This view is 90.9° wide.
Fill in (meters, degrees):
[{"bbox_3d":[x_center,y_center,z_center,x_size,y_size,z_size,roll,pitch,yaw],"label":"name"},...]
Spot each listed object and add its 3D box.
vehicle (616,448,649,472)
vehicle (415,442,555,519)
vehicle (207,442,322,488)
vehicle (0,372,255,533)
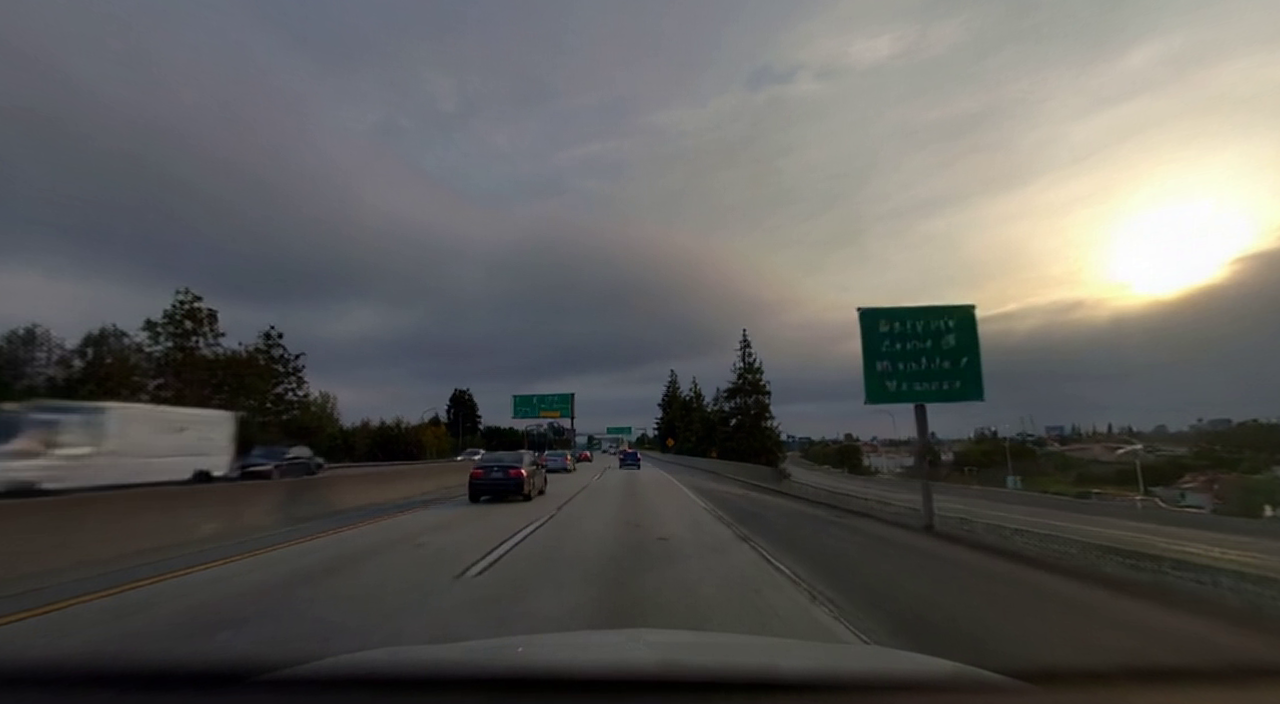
[{"bbox_3d":[-0.489,7.173,42.030,2.100,1.471,3.956,0,-8,-1],"label":"vehicle"},{"bbox_3d":[-3.402,2.906,14.899,2.067,1.509,4.551,0,-8,1],"label":"vehicle"},{"bbox_3d":[-17.565,5.272,29.934,2.117,1.959,5.557,0,-8,-1],"label":"vehicle"},{"bbox_3d":[-13.450,2.426,15.490,3.032,2.987,7.725,0,-8,0],"label":"vehicle"}]
